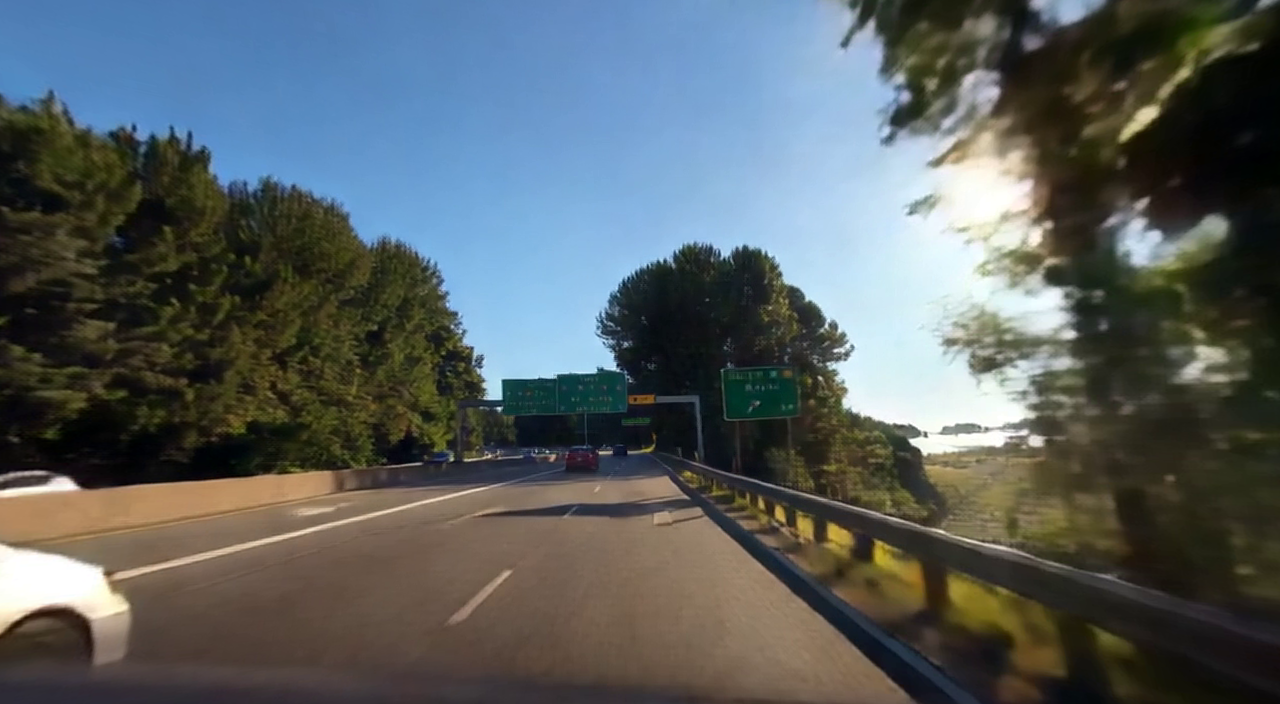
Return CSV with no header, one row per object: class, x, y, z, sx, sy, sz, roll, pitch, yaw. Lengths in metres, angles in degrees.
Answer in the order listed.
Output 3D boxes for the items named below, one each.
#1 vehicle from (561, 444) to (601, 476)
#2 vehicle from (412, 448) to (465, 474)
vehicle,-3.051,5.661,33.193,1.675,1.537,3.574,-1,-9,1
vehicle,-12.754,6.903,40.105,1.937,1.523,4.070,-1,-9,1
